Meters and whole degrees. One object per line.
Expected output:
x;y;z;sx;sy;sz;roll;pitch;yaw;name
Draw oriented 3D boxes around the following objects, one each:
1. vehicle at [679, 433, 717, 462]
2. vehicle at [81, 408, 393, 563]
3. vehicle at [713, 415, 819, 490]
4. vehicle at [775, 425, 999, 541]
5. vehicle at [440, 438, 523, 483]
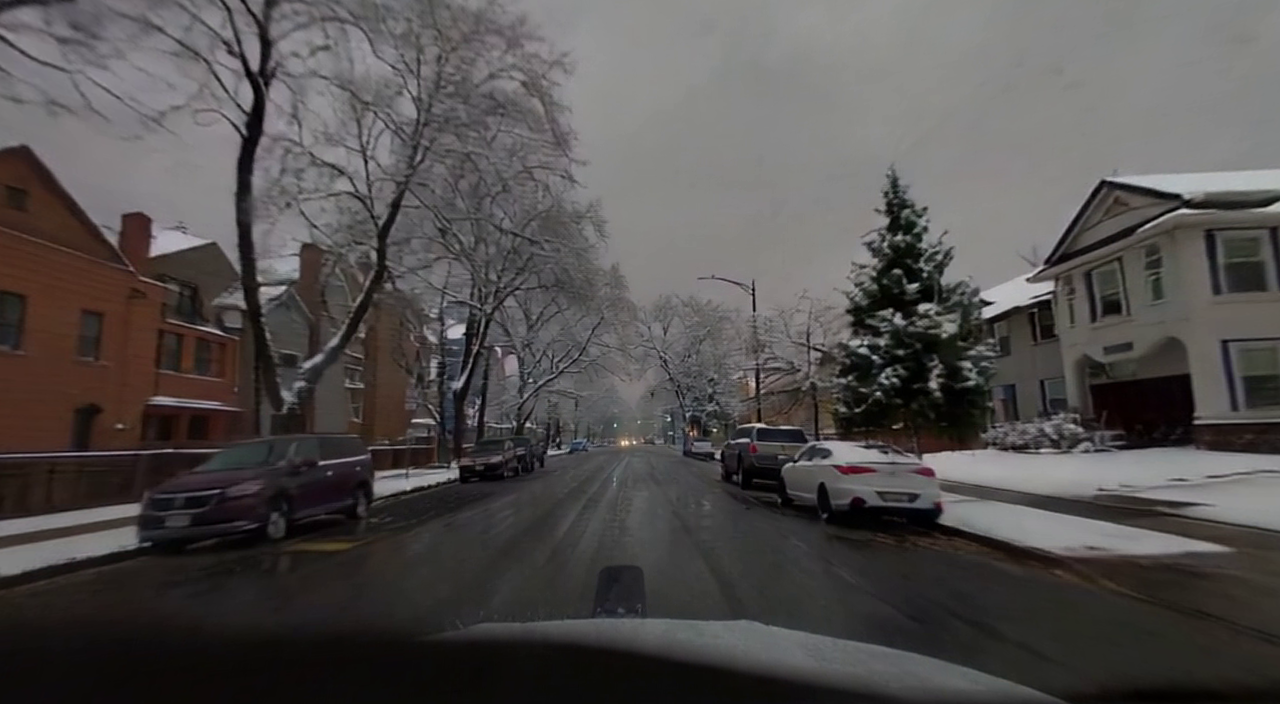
3.772;6.287;41.629;1.952;1.738;4.518;0;-8;-1;vehicle
-5.906;2.026;10.183;2.106;1.760;4.573;-4;-9;-1;vehicle
3.650;3.046;19.307;2.158;1.977;4.750;0;-8;-1;vehicle
3.739;2.056;10.595;1.968;1.505;4.368;0;-8;0;vehicle
-5.755;3.994;23.524;1.998;1.485;4.476;0;-8;-1;vehicle
